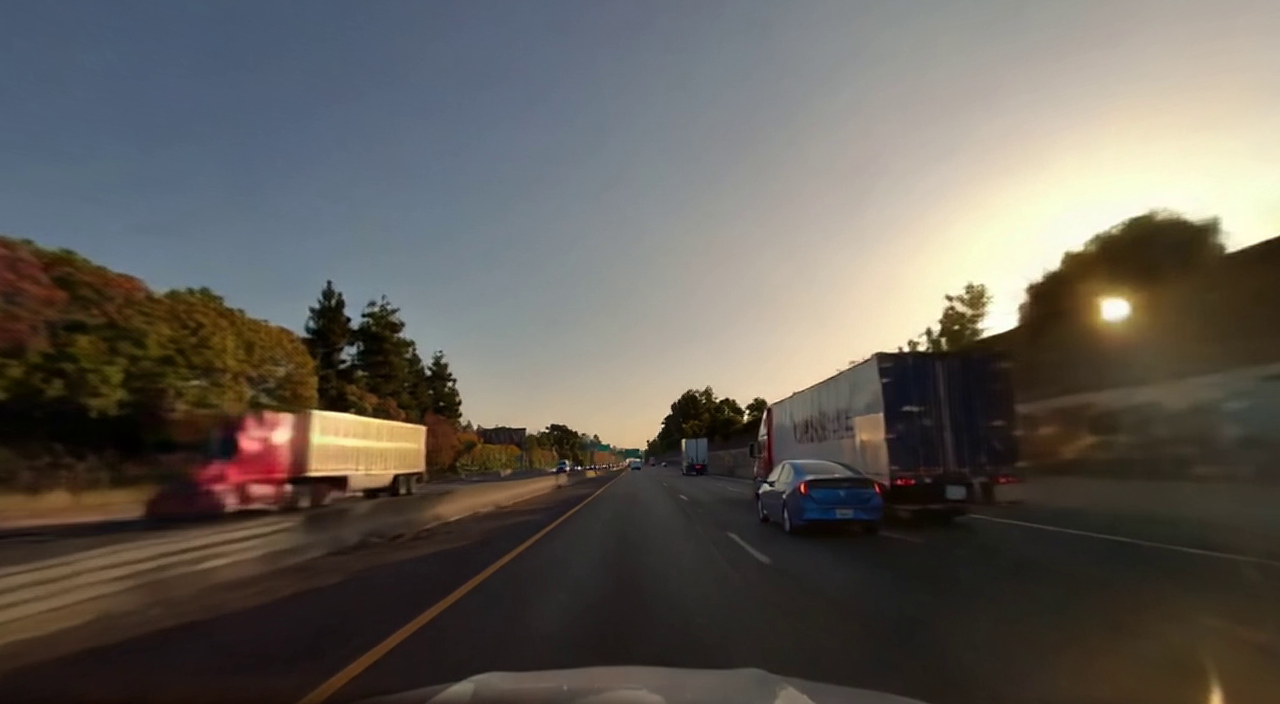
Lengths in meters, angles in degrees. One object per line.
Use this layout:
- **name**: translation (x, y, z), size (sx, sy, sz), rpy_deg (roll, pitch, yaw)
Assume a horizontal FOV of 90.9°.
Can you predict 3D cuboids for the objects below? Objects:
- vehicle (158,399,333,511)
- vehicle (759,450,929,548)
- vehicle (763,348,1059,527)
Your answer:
- **vehicle**: translation (-16.144, 4.358, 26.489), size (3.150, 4.073, 5.938), rpy_deg (1, -10, 0)
- **vehicle**: translation (3.710, 2.776, 12.218), size (2.011, 1.574, 3.512), rpy_deg (0, -11, -1)
- **vehicle**: translation (7.762, 3.412, 22.734), size (3.298, 4.017, 16.824), rpy_deg (1, -10, 0)
